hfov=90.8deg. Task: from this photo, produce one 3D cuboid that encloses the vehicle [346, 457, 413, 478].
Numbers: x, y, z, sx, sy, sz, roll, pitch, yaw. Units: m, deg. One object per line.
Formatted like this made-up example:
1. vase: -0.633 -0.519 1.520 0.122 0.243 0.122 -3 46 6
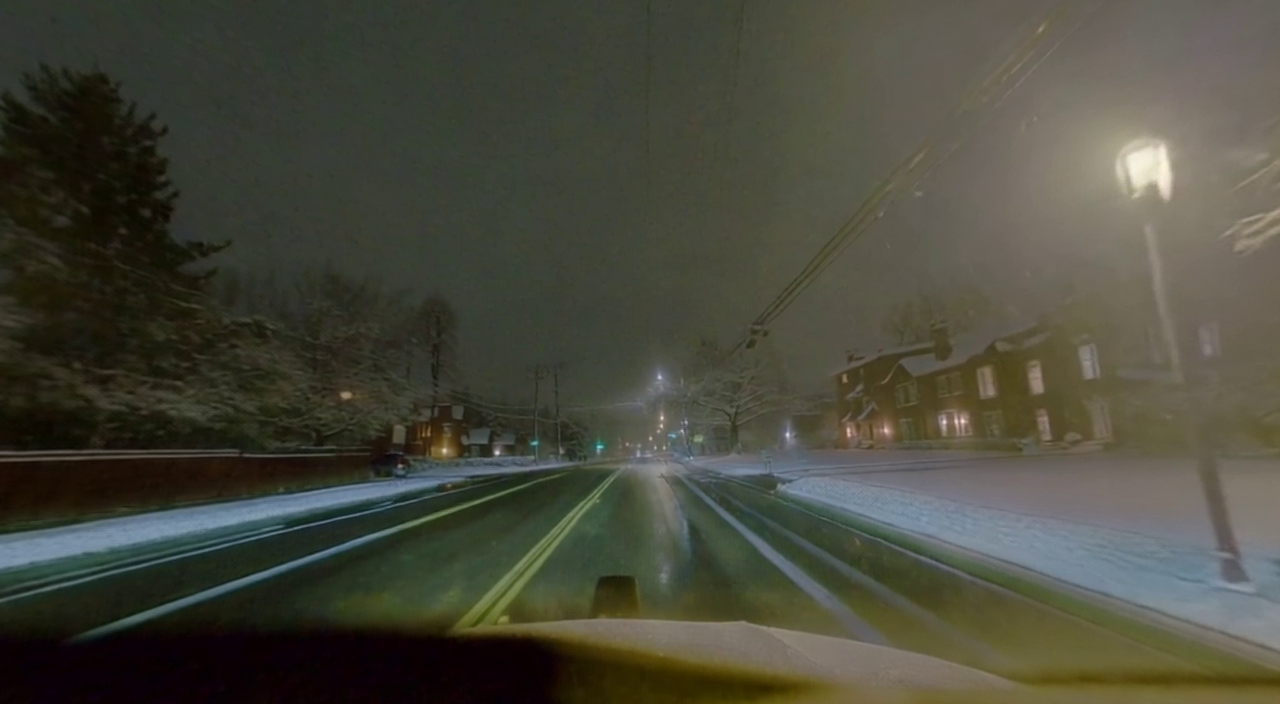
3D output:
1. vehicle: -19.039 8.447 46.228 4.173 1.423 1.657 0 -8 3
